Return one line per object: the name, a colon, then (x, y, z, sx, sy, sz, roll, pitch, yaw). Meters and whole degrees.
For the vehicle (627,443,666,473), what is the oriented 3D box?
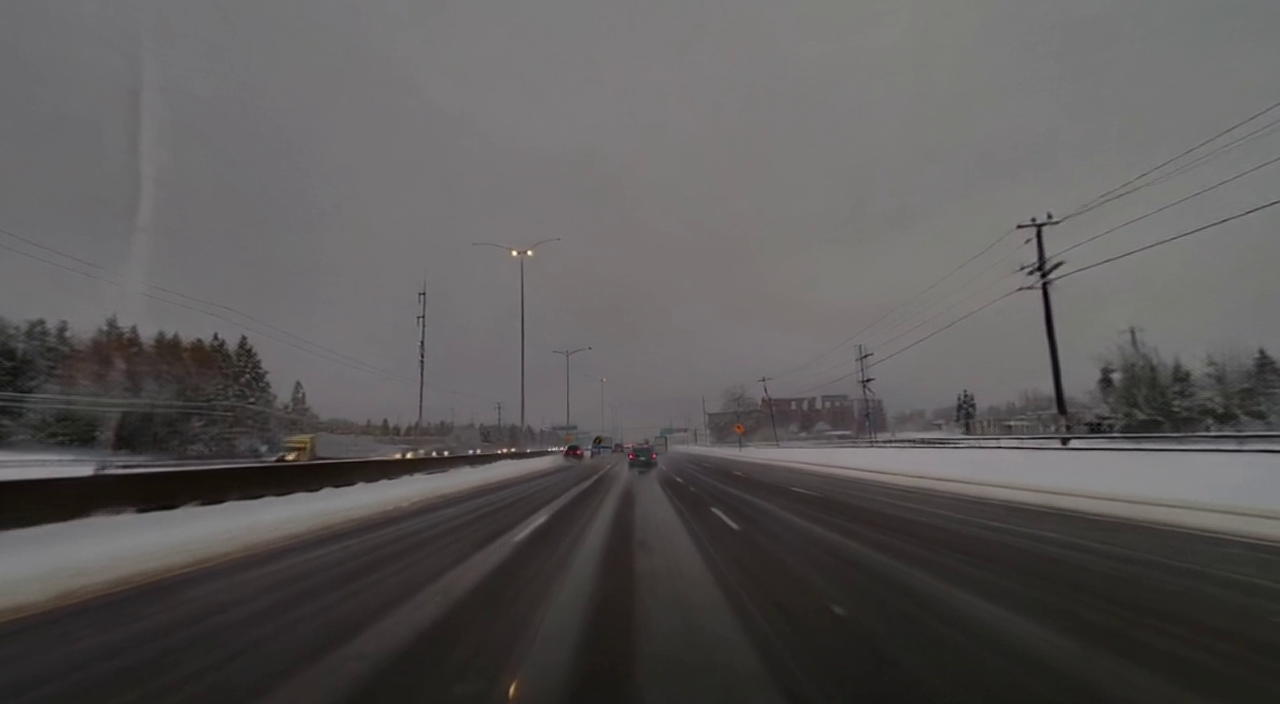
vehicle: (0.320, 5.510, 32.887, 1.891, 1.444, 3.968, 0, -8, 0)

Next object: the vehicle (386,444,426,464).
vehicle: (-16.360, 7.129, 44.211, 1.440, 1.339, 3.287, -1, -9, 2)
